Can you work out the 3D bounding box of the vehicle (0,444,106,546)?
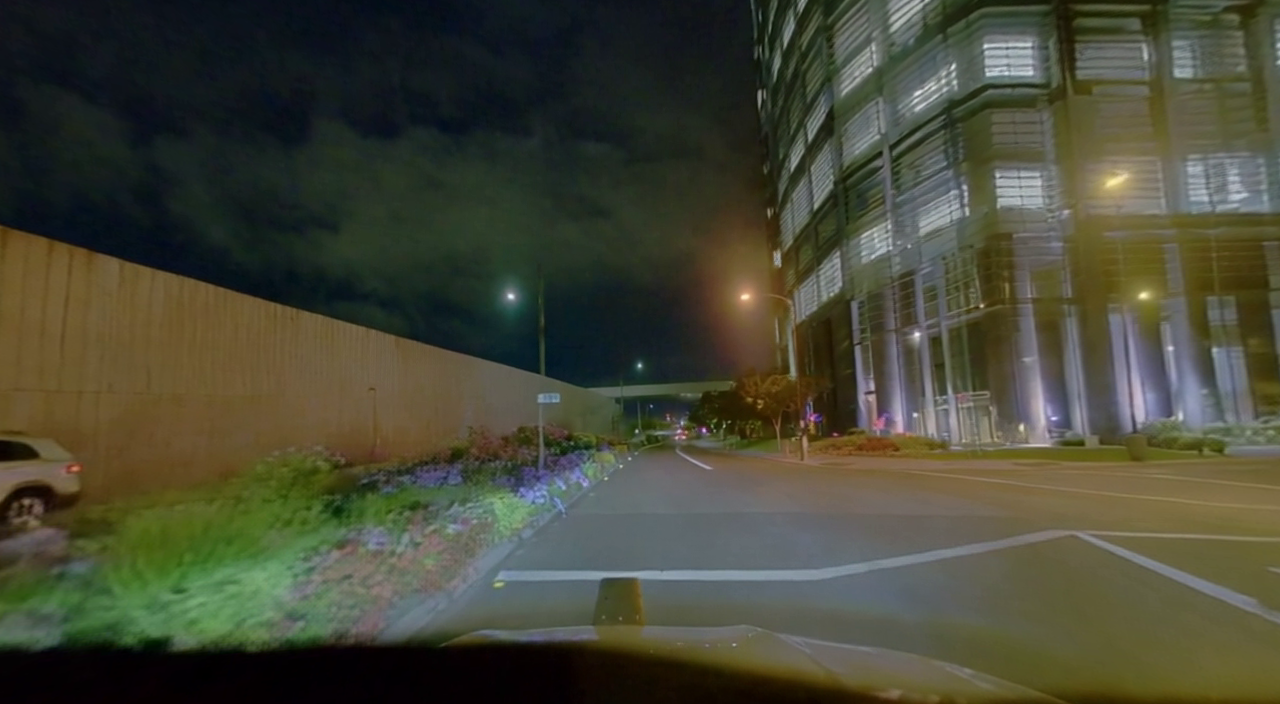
[{"bbox_3d":[-11.105,2.073,9.204,4.694,1.447,2.137,5,-10,-31],"label":"vehicle"}]
